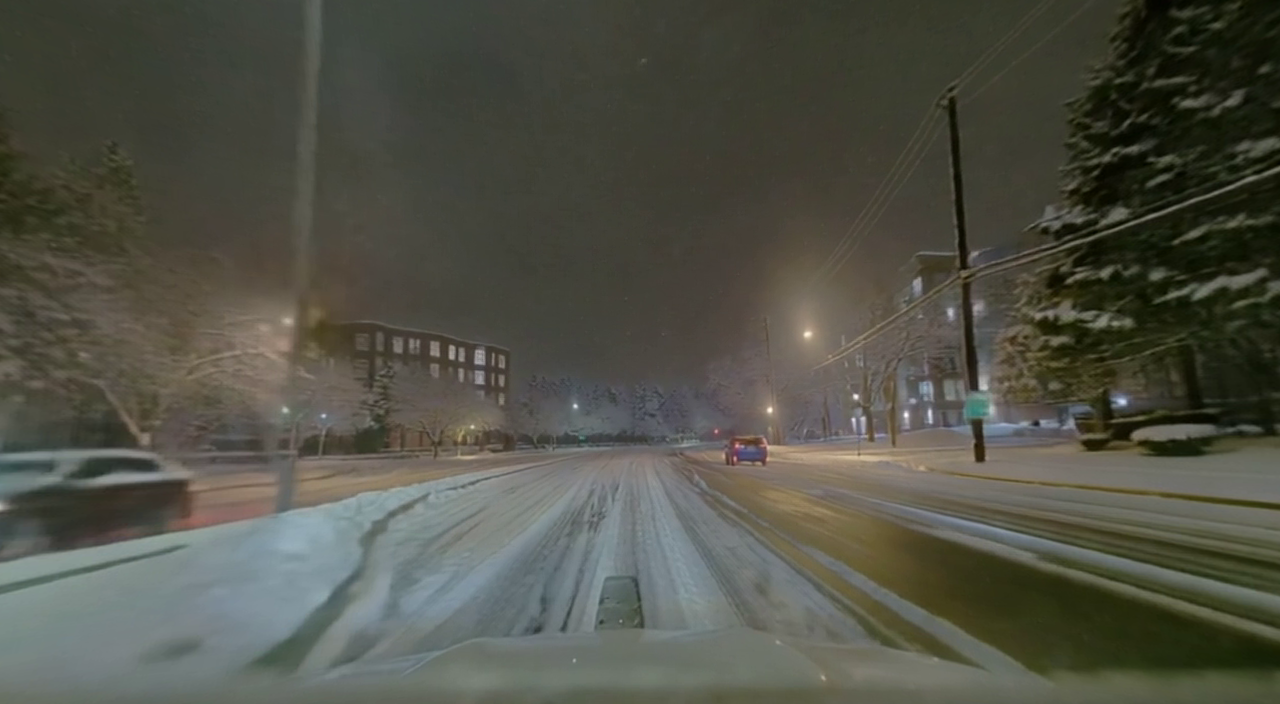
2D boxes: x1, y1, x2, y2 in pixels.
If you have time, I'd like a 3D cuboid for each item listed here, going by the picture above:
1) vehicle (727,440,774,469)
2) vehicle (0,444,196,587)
[{"bbox_3d":[5.993,5.597,34.567,1.908,1.476,3.880,0,-9,0],"label":"vehicle"},{"bbox_3d":[-9.345,2.309,9.340,2.041,1.829,4.797,0,-9,-1],"label":"vehicle"}]
